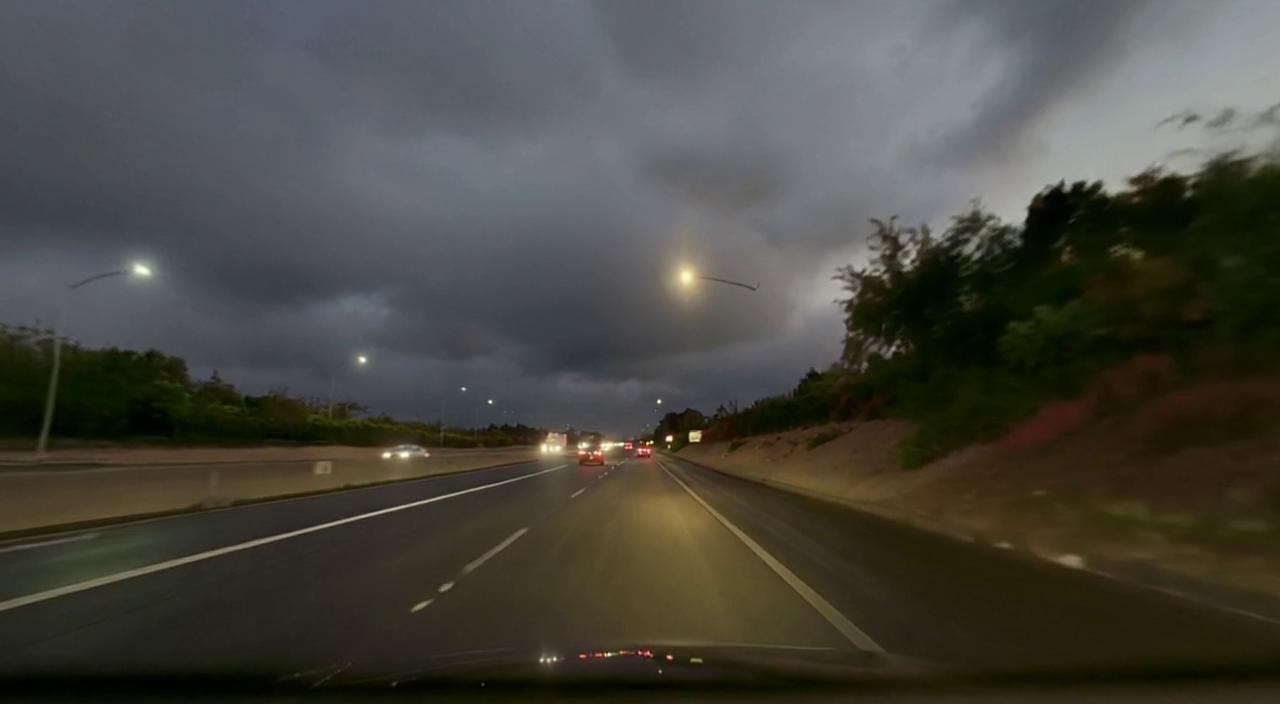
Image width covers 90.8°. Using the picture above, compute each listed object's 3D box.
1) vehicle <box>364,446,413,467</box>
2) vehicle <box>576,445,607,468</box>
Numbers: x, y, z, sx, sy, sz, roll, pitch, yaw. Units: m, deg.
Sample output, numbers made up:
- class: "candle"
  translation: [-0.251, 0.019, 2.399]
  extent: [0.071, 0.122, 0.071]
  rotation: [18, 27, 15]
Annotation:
- class: "vehicle"
  translation: [-18.832, 7.817, 47.438]
  extent: [1.823, 1.458, 4.400]
  rotation: [0, -9, 1]
- class: "vehicle"
  translation: [-3.497, 7.582, 45.819]
  extent: [1.921, 1.536, 3.920]
  rotation: [0, -9, 0]
